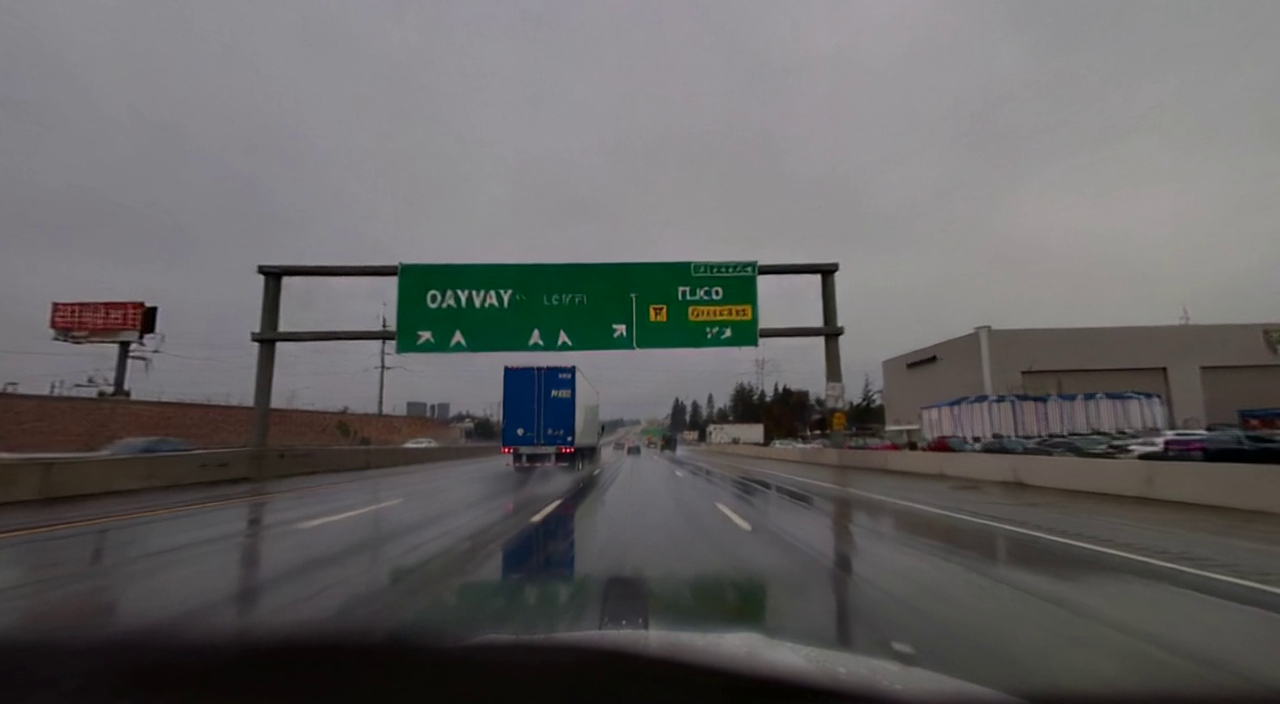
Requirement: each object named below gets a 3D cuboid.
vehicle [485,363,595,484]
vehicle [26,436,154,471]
[{"bbox_3d":[-3.746,2.946,26.142,2.977,4.048,8.890,2,-6,0],"label":"vehicle"},{"bbox_3d":[-25.821,4.779,29.888,1.807,1.531,4.576,0,-8,2],"label":"vehicle"}]
